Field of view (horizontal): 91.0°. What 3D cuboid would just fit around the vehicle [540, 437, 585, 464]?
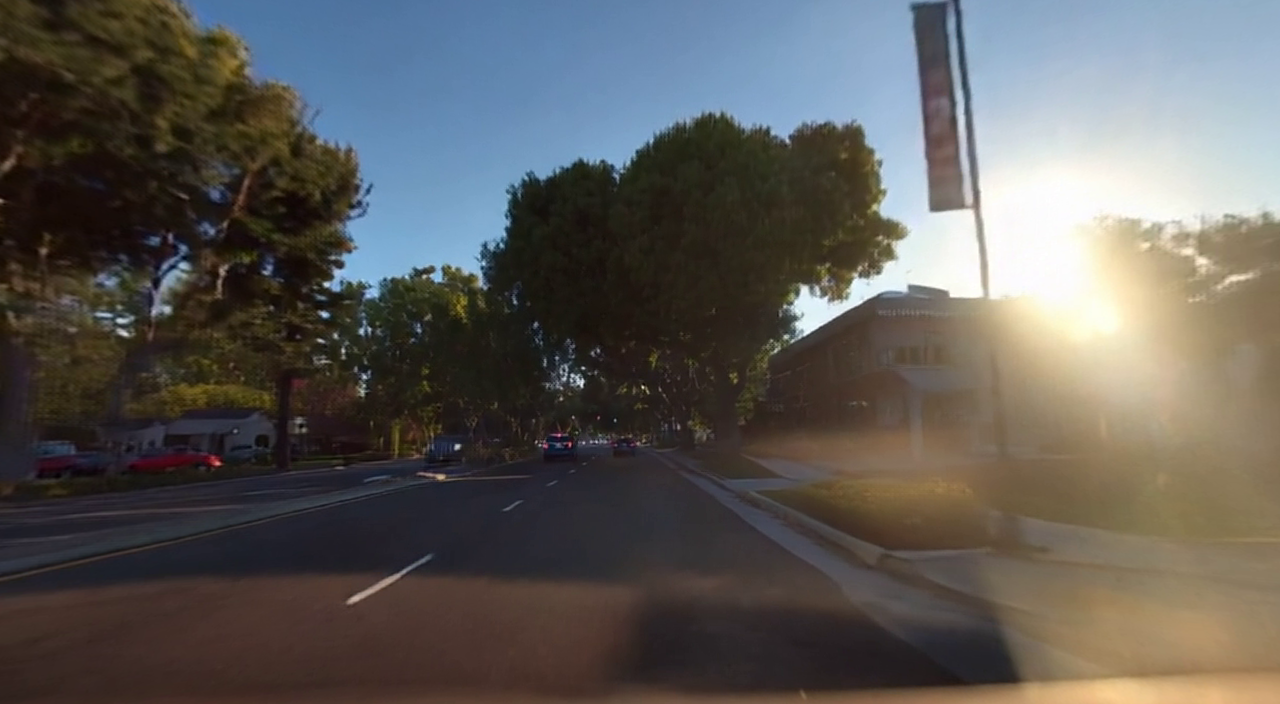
[{"bbox_3d":[-4.448,5.750,36.765,2.083,1.460,4.527,0,-8,-1],"label":"vehicle"}]

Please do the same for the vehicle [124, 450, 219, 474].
[{"bbox_3d":[-29.950,7.009,40.310,4.605,1.453,1.809,0,-8,0],"label":"vehicle"}]

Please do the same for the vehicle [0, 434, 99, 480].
[{"bbox_3d":[-30.728,5.259,31.621,4.865,2.217,2.192,0,-8,-3],"label":"vehicle"}]
